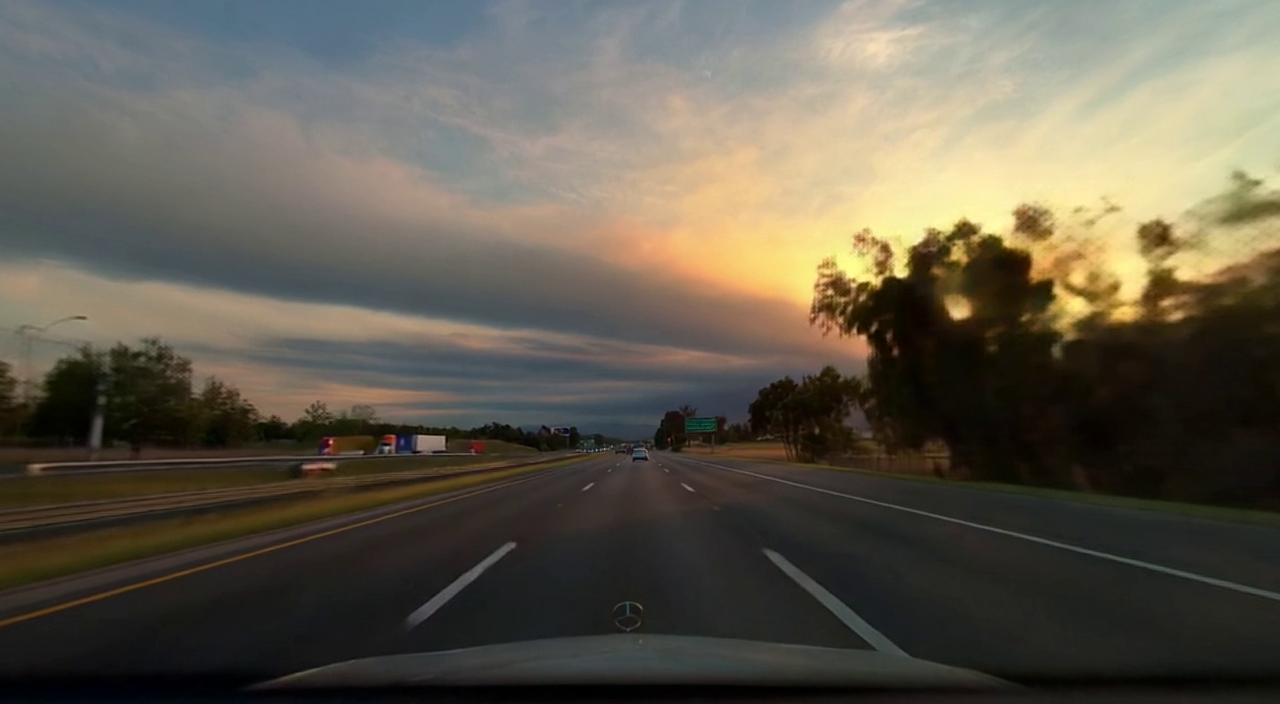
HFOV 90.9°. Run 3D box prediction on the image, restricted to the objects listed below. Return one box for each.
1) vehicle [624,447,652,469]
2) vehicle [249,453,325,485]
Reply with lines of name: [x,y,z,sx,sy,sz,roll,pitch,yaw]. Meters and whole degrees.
vehicle: [-0.154,7.804,46.397,1.916,1.494,4.335,0,-9,-1]
vehicle: [-18.951,6.272,34.022,1.807,1.559,3.952,0,-9,-1]
